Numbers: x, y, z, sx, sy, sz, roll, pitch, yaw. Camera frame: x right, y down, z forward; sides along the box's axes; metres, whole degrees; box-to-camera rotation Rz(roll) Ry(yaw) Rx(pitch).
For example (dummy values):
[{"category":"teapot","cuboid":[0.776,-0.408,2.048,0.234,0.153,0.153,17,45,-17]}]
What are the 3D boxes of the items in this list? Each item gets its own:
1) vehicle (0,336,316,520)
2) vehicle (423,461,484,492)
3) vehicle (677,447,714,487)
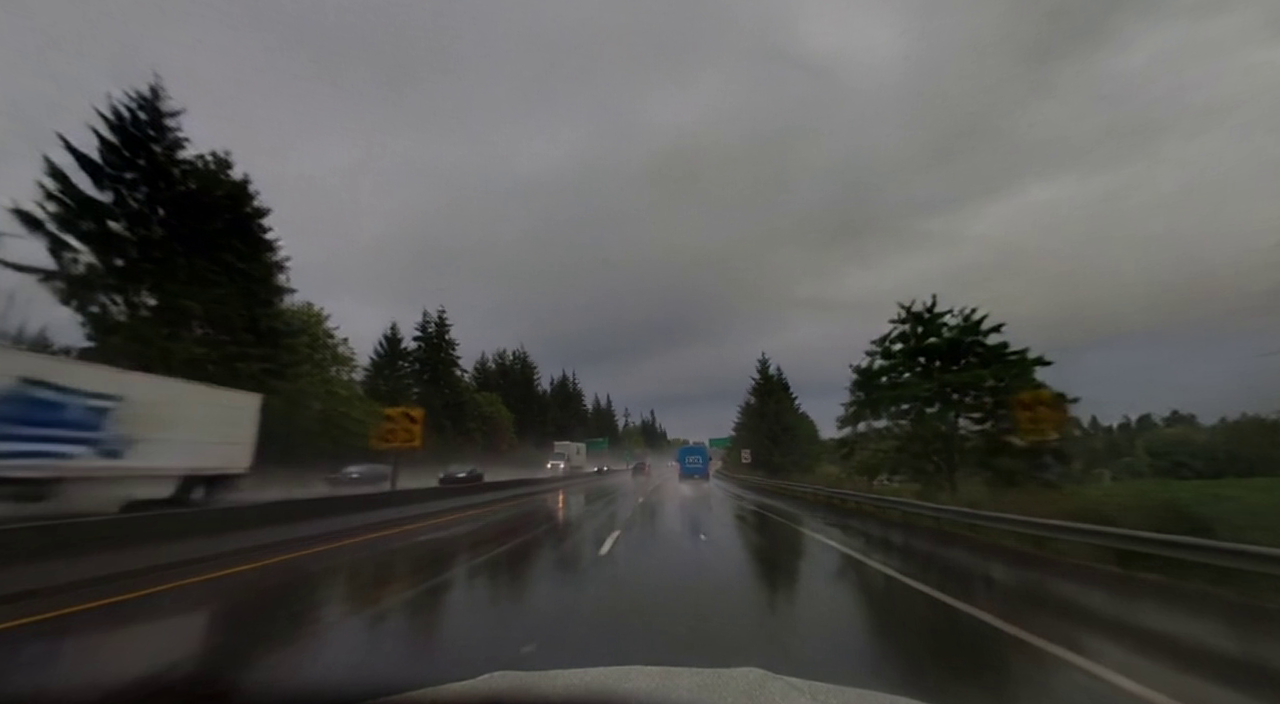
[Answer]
[{"category":"vehicle","cuboid":[-14.922,2.634,19.348,2.961,3.965,11.561,1,-10,4]},{"category":"vehicle","cuboid":[-10.172,6.826,34.632,1.907,1.528,4.108,0,-11,2]},{"category":"vehicle","cuboid":[3.829,8.128,44.562,2.366,2.595,5.793,0,-11,3]}]
